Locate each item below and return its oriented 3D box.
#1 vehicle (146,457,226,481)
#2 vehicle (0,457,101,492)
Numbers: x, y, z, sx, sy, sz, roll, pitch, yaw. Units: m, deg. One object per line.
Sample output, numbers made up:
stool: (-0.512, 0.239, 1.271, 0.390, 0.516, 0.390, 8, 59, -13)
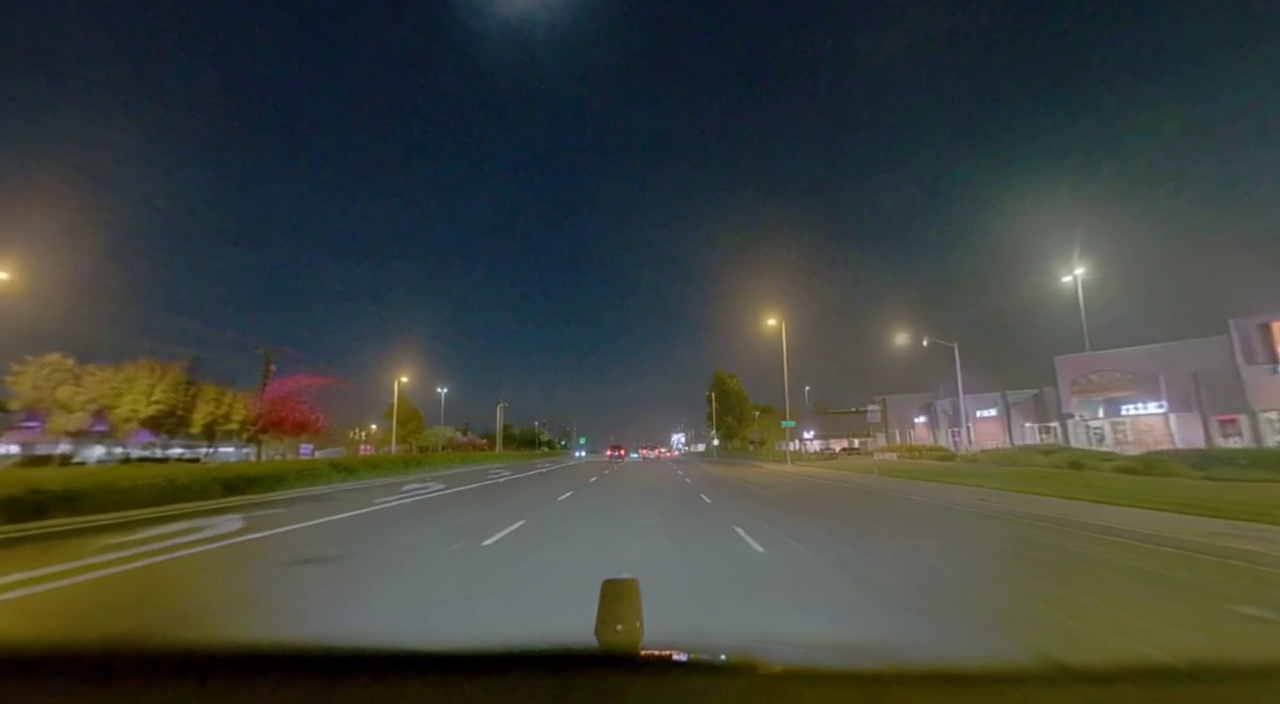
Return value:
vehicle: (-28.863, 7.433, 40.366, 1.882, 1.401, 4.476, 1, -9, -2)
vehicle: (-29.388, 5.862, 30.643, 1.960, 1.478, 4.949, 0, -9, 3)
